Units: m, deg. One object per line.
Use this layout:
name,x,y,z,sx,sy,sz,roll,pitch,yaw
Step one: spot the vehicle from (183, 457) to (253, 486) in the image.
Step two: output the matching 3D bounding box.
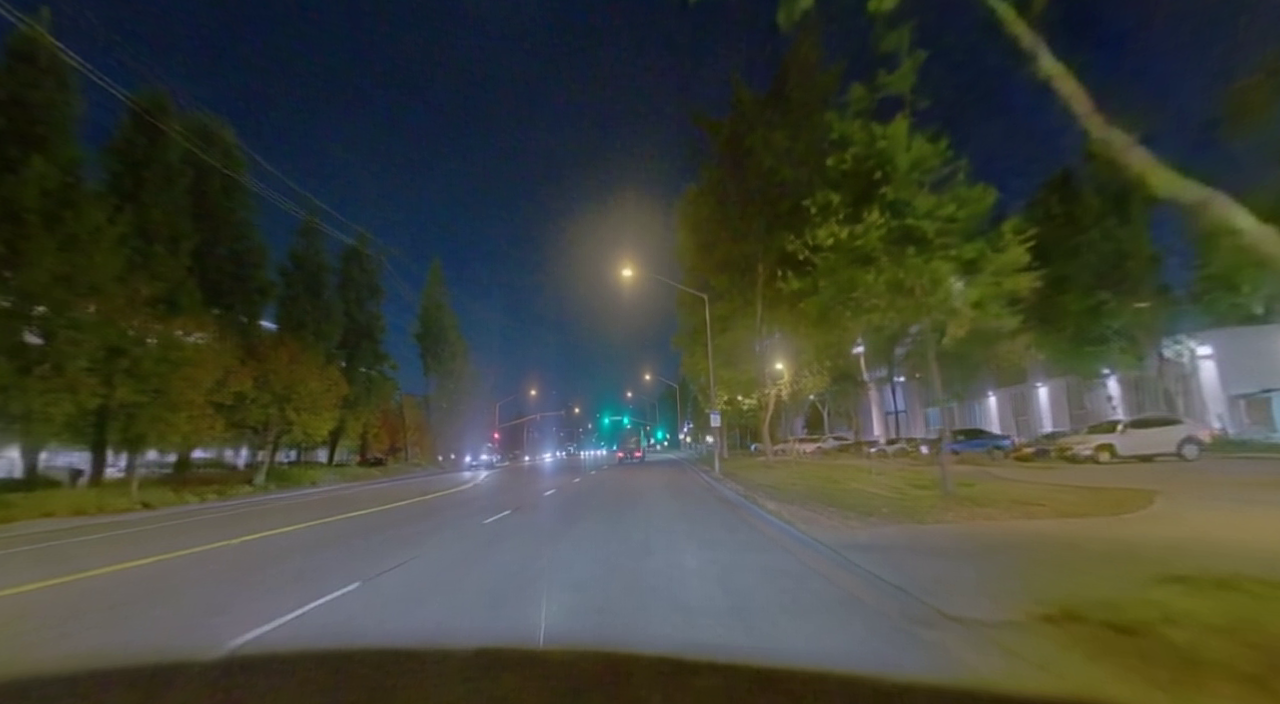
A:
vehicle,-30.068,8.499,45.047,1.967,1.877,4.256,0,-9,0

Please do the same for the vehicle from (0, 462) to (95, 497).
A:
vehicle,-29.015,6.166,30.735,1.587,1.496,3.490,0,-9,3

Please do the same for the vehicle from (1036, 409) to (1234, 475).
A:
vehicle,16.336,2.988,20.953,5.051,2.038,2.142,1,-9,-9
